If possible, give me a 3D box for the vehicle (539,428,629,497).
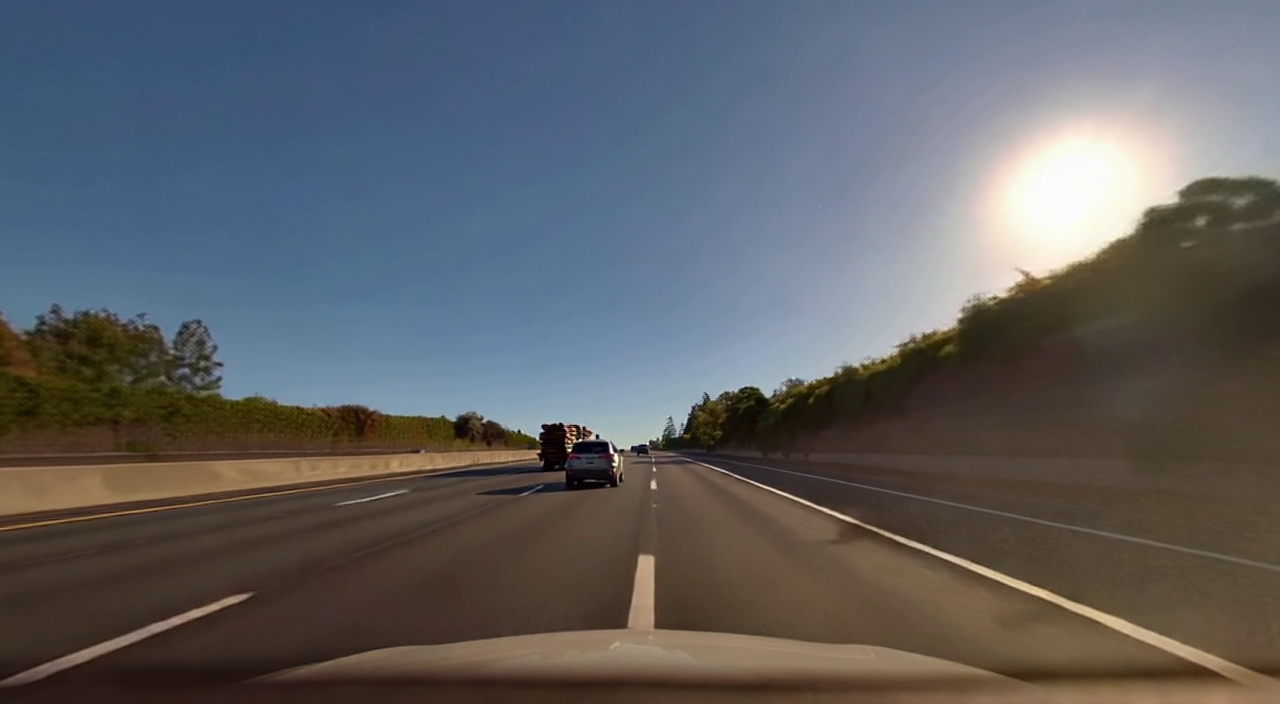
[{"bbox_3d":[-1.516,3.233,18.835,2.114,1.787,4.365,-1,-8,2],"label":"vehicle"}]
